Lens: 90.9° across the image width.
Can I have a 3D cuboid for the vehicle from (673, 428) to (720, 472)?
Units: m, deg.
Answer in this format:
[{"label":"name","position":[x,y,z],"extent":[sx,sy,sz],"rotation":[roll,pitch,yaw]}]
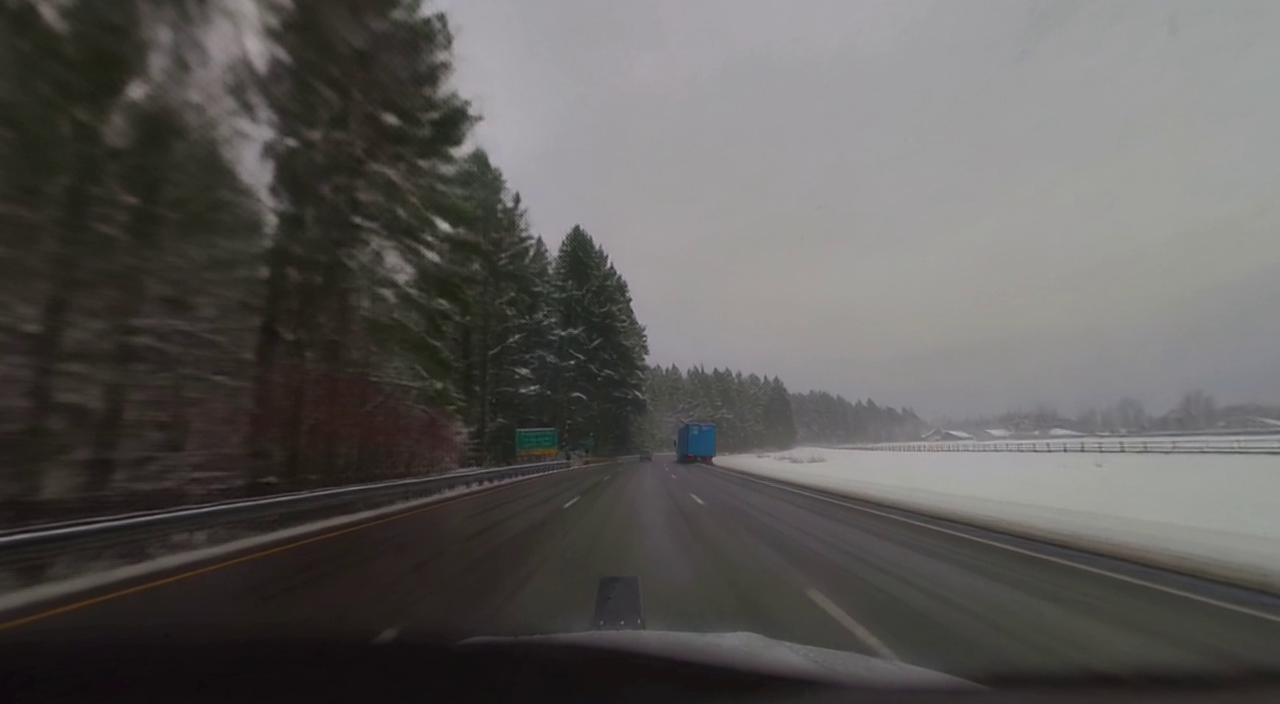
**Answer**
[{"label":"vehicle","position":[3.764,6.734,43.311],"extent":[2.572,2.795,5.978],"rotation":[0,-9,-1]}]
